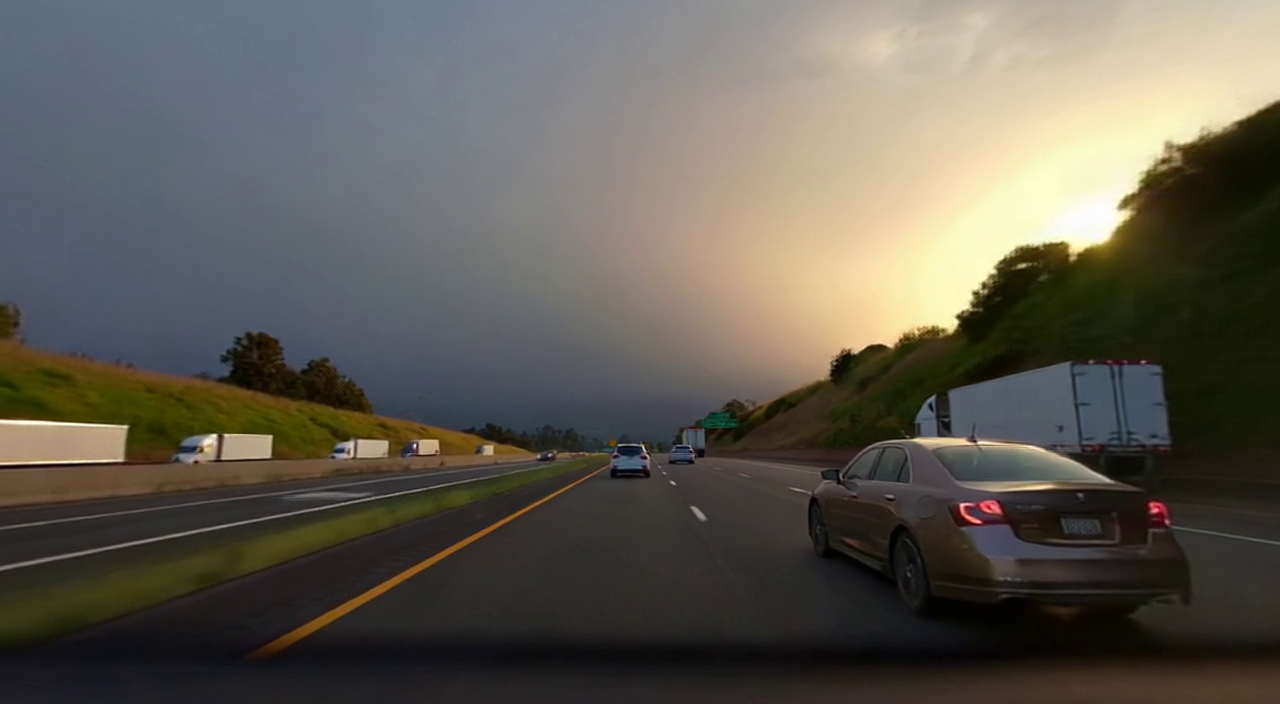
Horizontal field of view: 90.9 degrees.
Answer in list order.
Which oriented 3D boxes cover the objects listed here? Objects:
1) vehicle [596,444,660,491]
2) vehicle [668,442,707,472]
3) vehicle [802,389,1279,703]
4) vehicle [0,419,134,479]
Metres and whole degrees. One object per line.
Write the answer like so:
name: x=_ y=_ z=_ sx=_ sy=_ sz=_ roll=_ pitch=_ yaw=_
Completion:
vehicle: x=-0.402 y=3.884 z=21.474 sx=1.970 sy=1.441 sz=3.846 roll=0 pitch=-9 yaw=-1
vehicle: x=2.813 y=6.405 z=38.568 sx=2.048 sy=1.704 sz=4.284 roll=0 pitch=-9 yaw=0
vehicle: x=2.996 y=1.291 z=5.125 sx=1.997 sy=1.534 sz=4.664 roll=0 pitch=-9 yaw=-1
vehicle: x=-36.745 y=5.446 z=35.322 sx=2.760 sy=3.231 sz=16.626 roll=0 pitch=-9 yaw=2
